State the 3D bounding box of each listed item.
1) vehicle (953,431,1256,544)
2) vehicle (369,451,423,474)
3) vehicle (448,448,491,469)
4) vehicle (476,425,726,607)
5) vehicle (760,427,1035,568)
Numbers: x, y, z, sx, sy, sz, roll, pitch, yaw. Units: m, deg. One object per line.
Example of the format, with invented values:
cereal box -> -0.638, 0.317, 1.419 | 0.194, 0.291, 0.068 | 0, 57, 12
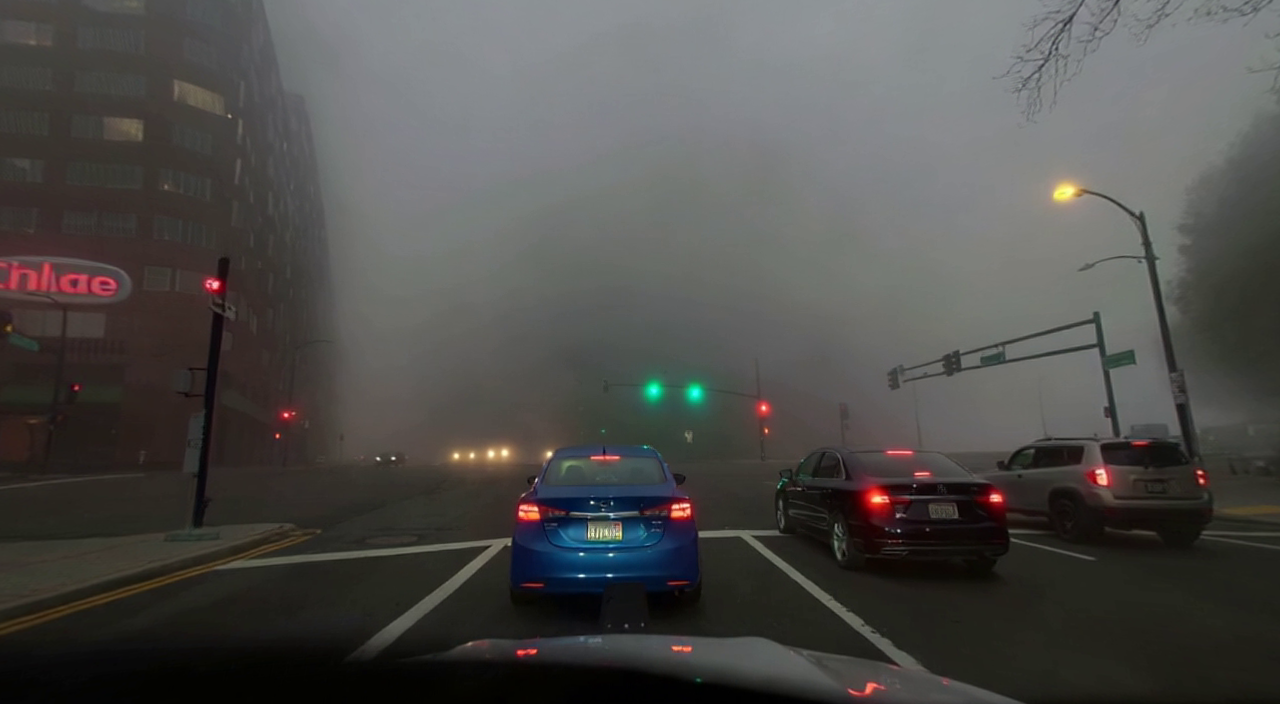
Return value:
vehicle -> 7.440, 2.167, 10.791 | 1.908, 1.517, 4.182 | 0, -8, -1
vehicle -> -16.994, 7.702, 44.141 | 2.048, 1.463, 4.530 | 0, -8, -1
vehicle -> -13.082, 8.199, 48.729 | 2.049, 1.483, 4.407 | 0, -8, 1
vehicle -> -0.371, 1.655, 7.290 | 2.059, 1.477, 3.988 | 0, -8, -1
vehicle -> 3.212, 1.890, 8.973 | 2.042, 1.508, 4.109 | 0, -8, -2
